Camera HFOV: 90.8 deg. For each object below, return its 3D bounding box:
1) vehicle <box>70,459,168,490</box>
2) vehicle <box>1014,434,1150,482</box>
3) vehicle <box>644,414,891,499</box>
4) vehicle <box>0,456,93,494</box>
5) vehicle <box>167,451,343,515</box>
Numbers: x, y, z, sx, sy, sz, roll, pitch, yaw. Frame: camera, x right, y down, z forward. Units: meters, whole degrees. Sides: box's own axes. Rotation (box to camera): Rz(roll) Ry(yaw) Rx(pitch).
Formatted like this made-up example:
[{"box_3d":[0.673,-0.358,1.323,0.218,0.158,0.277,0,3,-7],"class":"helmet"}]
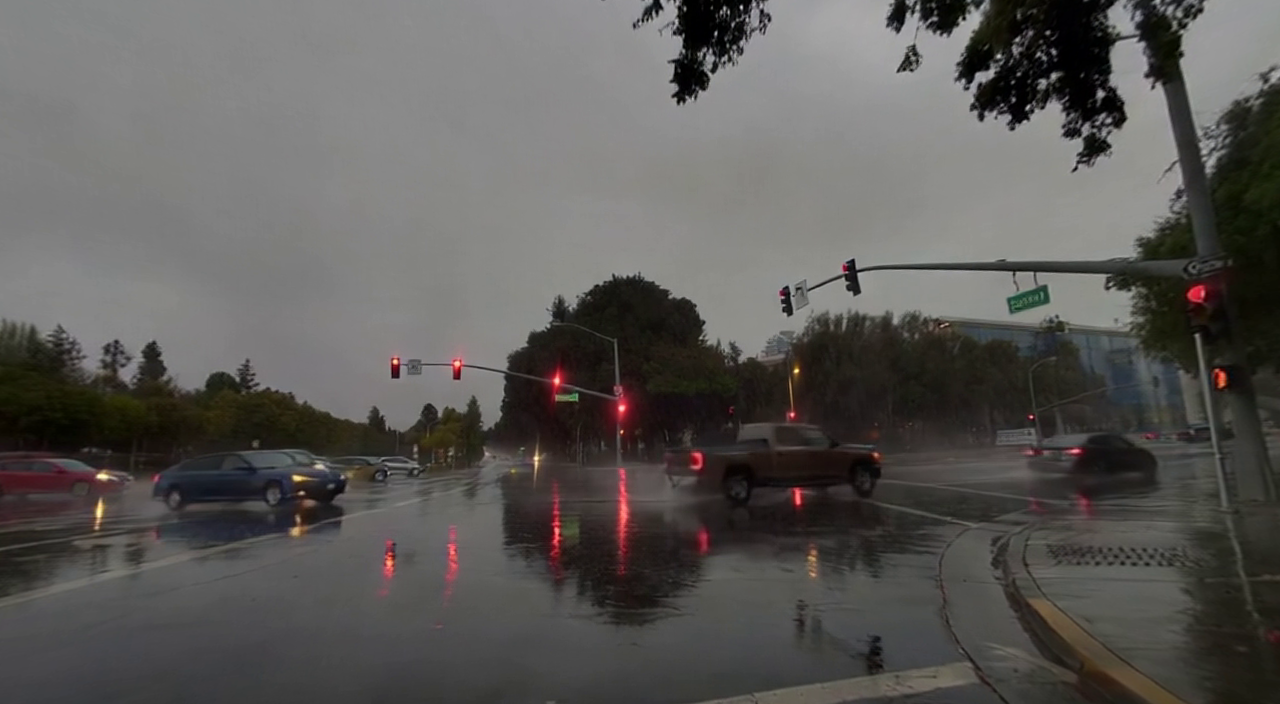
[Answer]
[{"box_3d":[-28.377,6.656,34.633,1.965,1.448,4.553,1,-9,-9],"class":"vehicle"},{"box_3d":[15.092,3.568,21.503,4.728,1.471,1.957,5,-10,-31],"class":"vehicle"},{"box_3d":[3.272,2.702,16.600,5.896,1.937,2.358,2,-9,-17],"class":"vehicle"},{"box_3d":[-31.174,6.292,32.600,2.142,1.723,4.692,1,-9,-9],"class":"vehicle"},{"box_3d":[-10.357,3.400,16.930,4.702,1.468,1.999,-6,-10,31],"class":"vehicle"}]
